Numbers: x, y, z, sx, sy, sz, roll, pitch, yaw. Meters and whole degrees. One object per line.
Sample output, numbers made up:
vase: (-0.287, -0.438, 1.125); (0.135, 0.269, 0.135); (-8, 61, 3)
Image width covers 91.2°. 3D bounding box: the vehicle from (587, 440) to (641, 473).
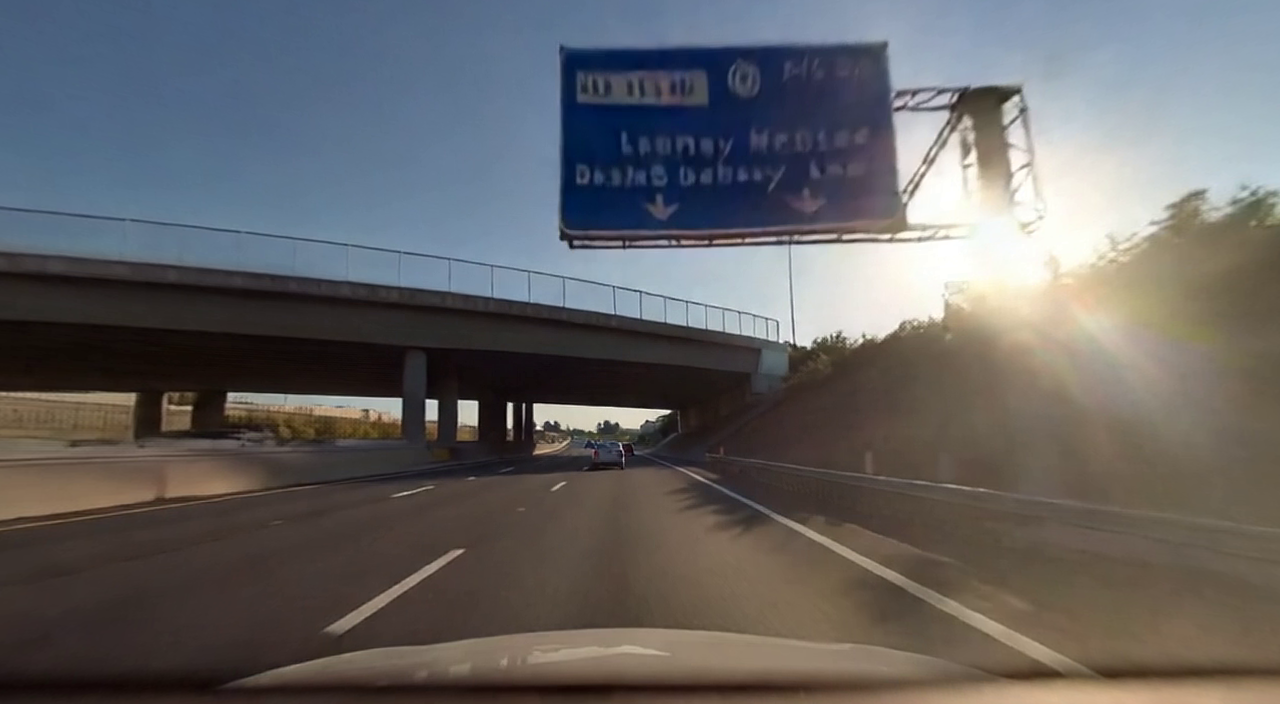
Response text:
vehicle: (-1.206, 5.153, 31.128); (2.055, 1.509, 4.255); (-1, -9, 6)
